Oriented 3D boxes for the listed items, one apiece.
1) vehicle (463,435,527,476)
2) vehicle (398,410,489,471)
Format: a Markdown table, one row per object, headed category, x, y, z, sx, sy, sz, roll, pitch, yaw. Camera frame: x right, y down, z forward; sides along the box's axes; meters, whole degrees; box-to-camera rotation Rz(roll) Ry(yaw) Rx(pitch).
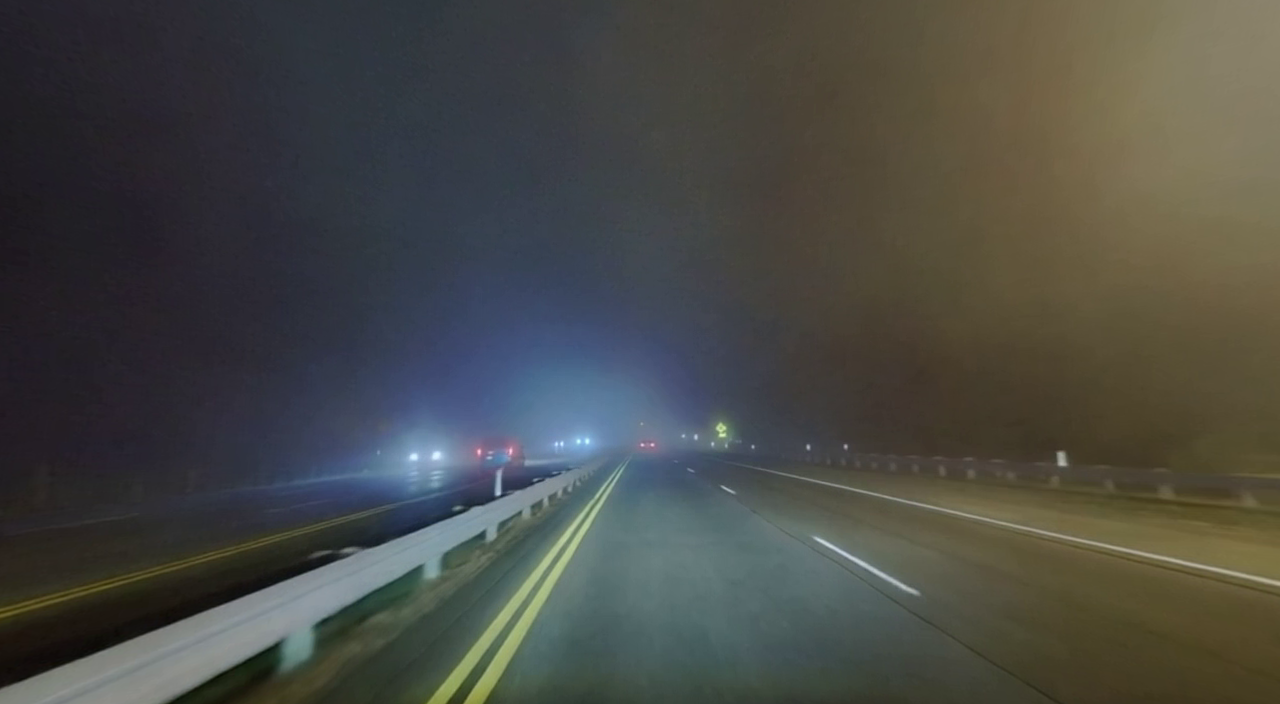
| category | x | y | z | sx | sy | sz | roll | pitch | yaw |
| --- | --- | --- | --- | --- | --- | --- | --- | --- | --- |
| vehicle | -7.066 | 5.082 | 31.164 | 2.068 | 1.897 | 4.372 | 0 | -8 | 1 |
| vehicle | -14.777 | 6.886 | 48.829 | 2.905 | 4.091 | 12.827 | 0 | -8 | 0 |
